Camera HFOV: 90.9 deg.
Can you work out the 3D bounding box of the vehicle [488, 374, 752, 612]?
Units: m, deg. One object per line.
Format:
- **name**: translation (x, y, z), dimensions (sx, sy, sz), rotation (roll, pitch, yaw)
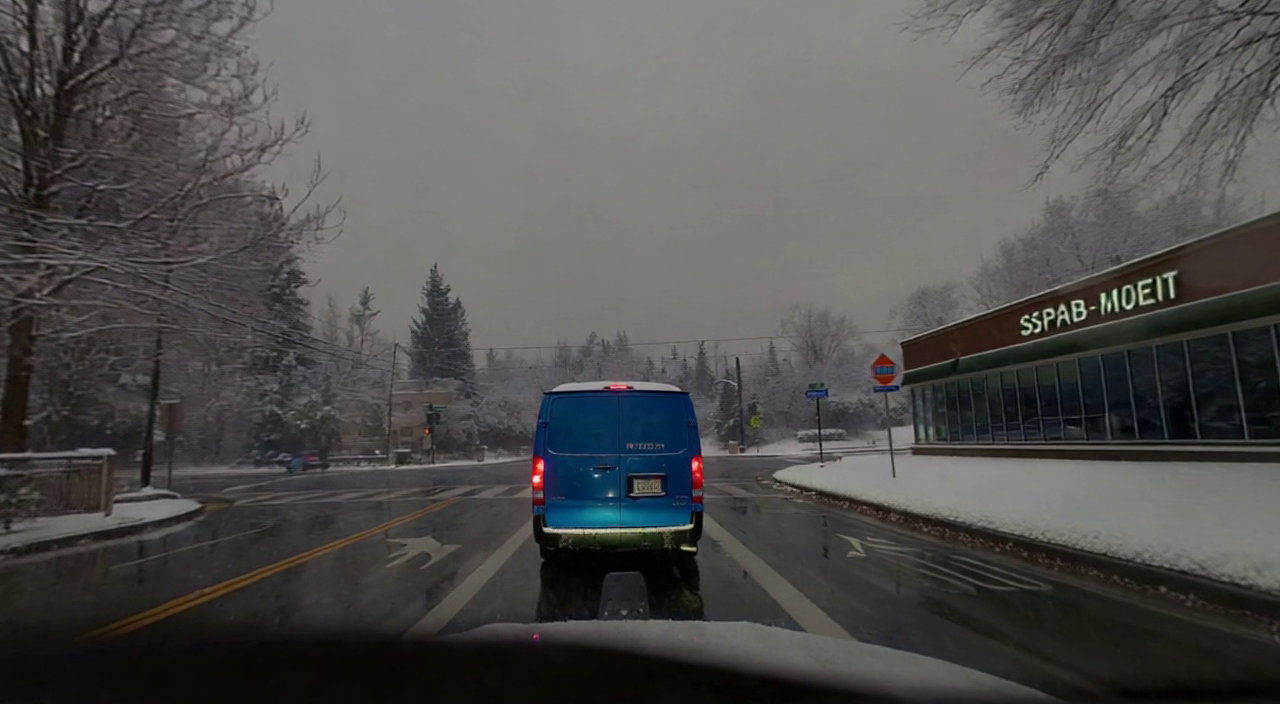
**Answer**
- **vehicle**: translation (-0.296, 1.465, 7.290), dimensions (2.181, 1.949, 3.932), rotation (1, -9, -4)
